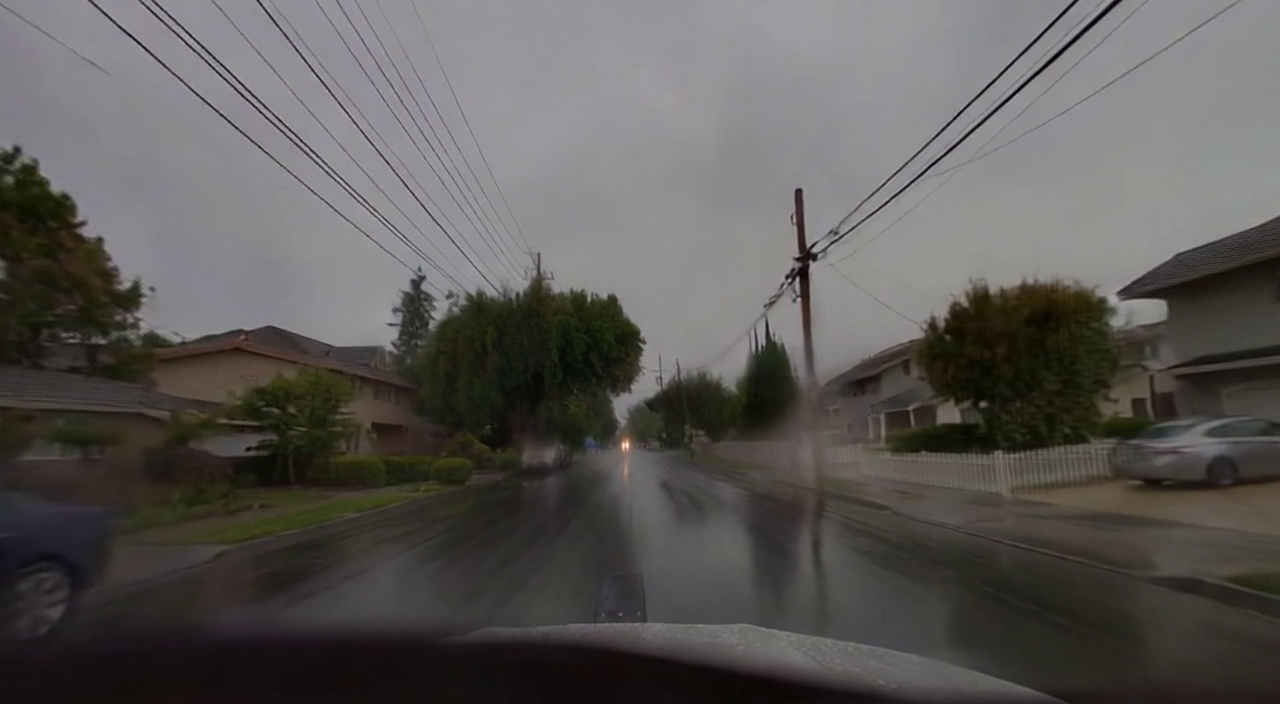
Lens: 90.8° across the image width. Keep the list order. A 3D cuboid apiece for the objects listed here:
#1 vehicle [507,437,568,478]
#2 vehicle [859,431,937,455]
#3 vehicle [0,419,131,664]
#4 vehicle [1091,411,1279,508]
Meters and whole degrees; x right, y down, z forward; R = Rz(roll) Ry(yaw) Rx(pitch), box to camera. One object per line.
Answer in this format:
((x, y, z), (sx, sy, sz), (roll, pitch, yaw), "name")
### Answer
((-5.818, 6.026, 36.596), (2.411, 1.979, 5.915), (-5, -8, 0), "vehicle")
((17.617, 6.257, 43.290), (4.372, 1.490, 2.032), (-1, -11, 2), "vehicle")
((-5.411, 1.231, 3.349), (1.970, 1.666, 4.223), (-3, -7, -1), "vehicle")
((11.805, 2.051, 12.407), (4.226, 1.679, 1.983), (-3, -8, 6), "vehicle")
